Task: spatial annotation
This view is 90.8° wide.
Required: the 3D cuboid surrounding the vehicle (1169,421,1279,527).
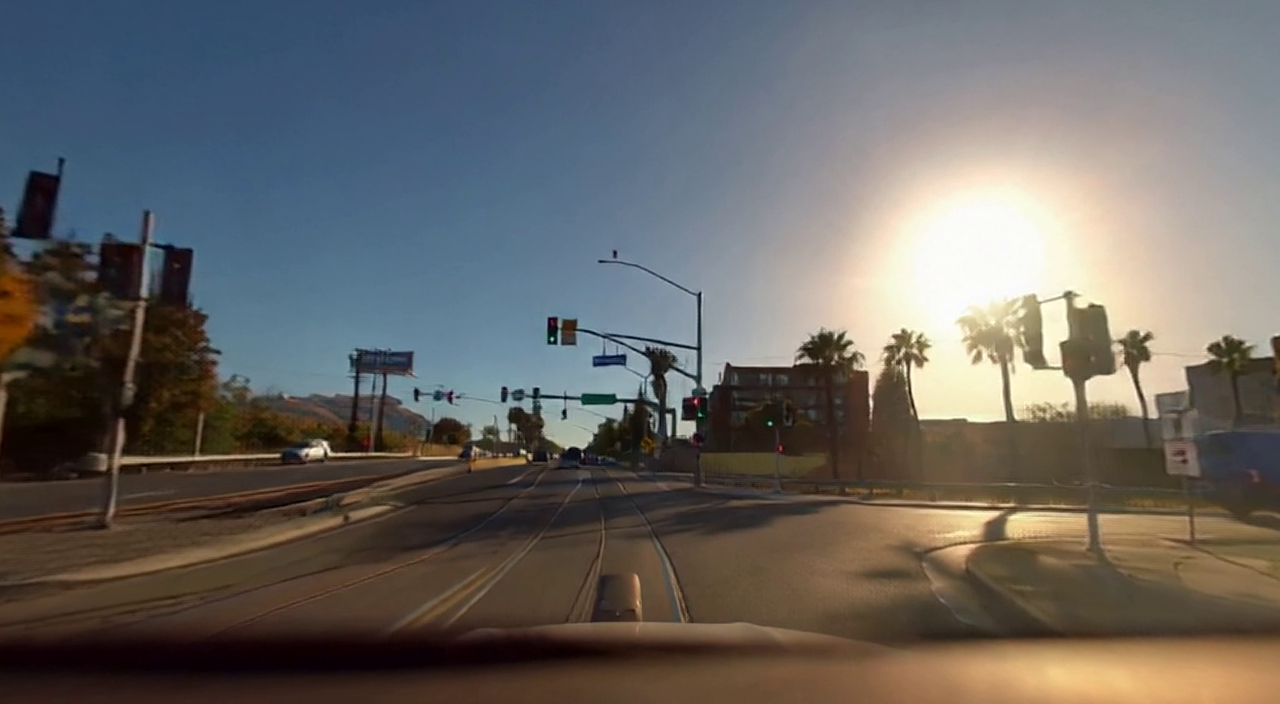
[{"bbox_3d":[19.821,3.725,19.727,4.180,3.020,2.606,1,-9,-7],"label":"vehicle"}]
